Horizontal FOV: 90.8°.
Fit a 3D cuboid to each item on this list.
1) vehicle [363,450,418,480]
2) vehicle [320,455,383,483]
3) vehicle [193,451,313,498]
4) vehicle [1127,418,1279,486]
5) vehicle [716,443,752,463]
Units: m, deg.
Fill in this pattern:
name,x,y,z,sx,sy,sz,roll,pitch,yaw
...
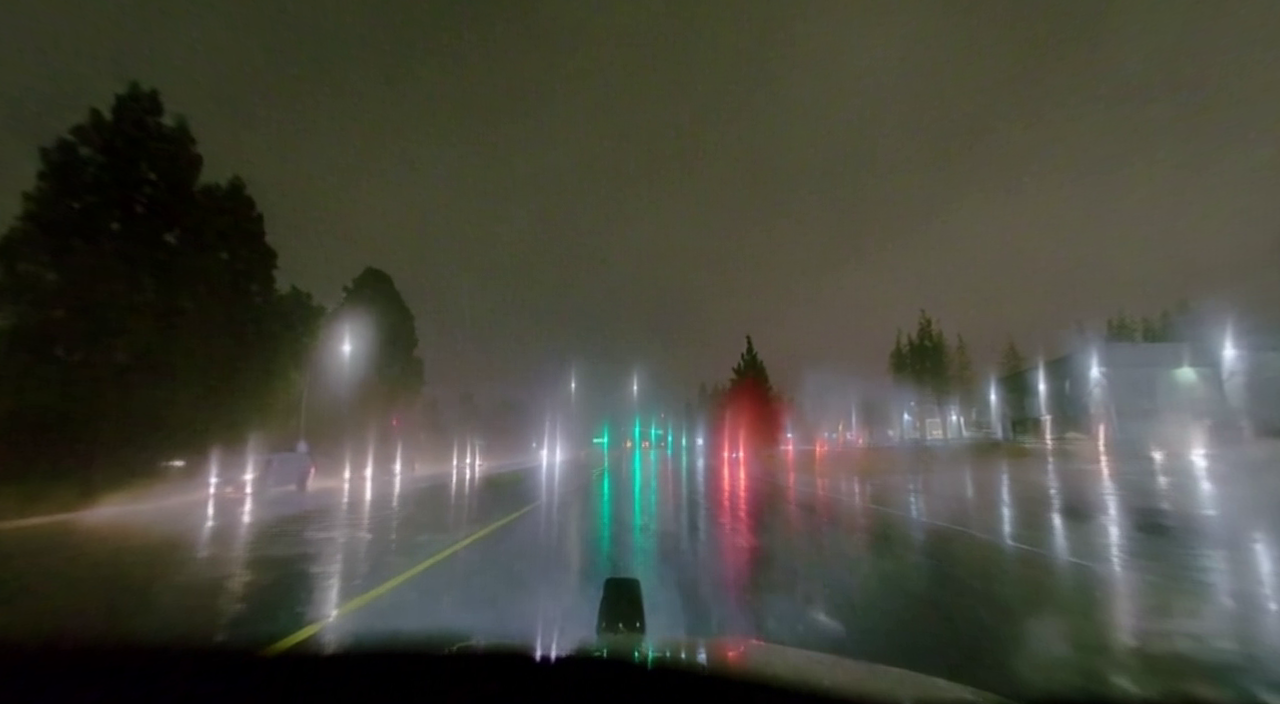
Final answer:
name,x,y,z,sx,sy,sz,roll,pitch,yaw
vehicle,-17.799,8.022,45.336,1.926,1.684,5.378,-3,-7,-1
vehicle,-17.892,7.240,39.410,1.851,1.563,4.336,0,-8,-1
vehicle,-17.726,5.604,29.393,1.999,1.875,5.842,0,-8,-2
vehicle,14.628,2.422,15.381,3.979,1.523,1.792,0,-8,-1
vehicle,7.282,7.909,49.482,1.961,1.465,4.468,0,-8,-2
